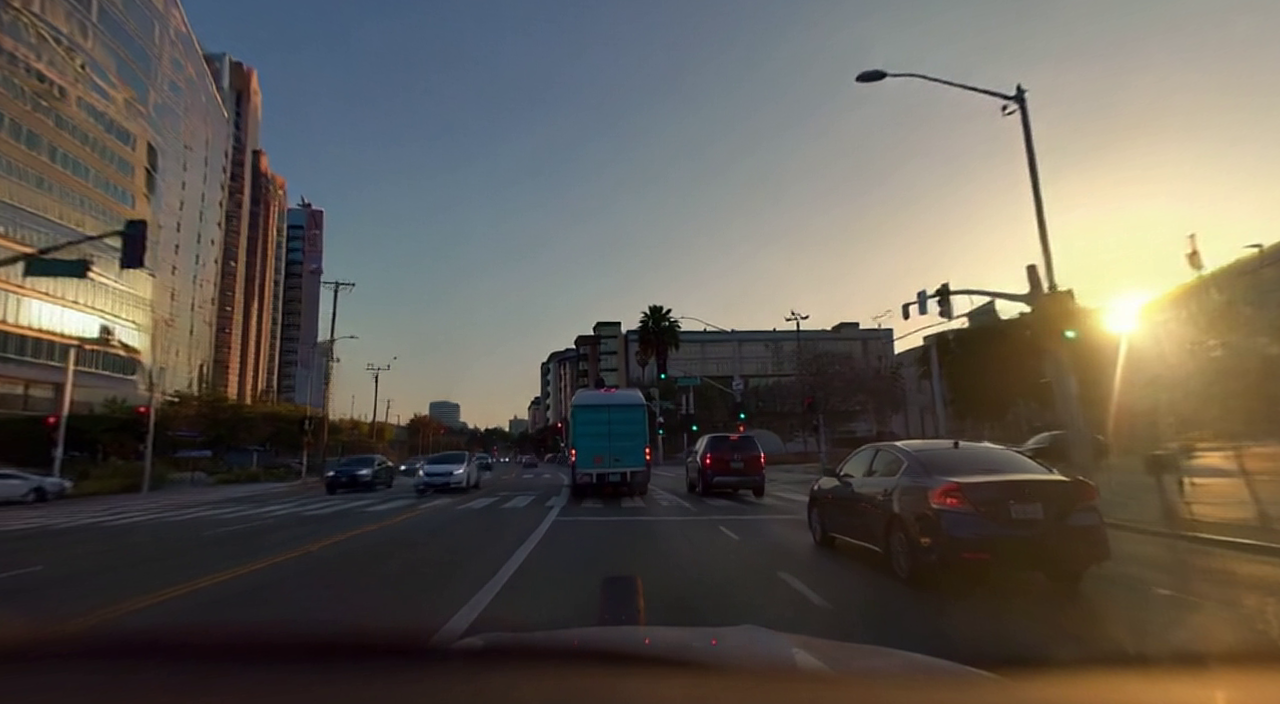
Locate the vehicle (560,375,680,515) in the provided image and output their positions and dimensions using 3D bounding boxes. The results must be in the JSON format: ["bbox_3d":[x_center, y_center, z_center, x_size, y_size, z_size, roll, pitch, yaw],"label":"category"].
[{"bbox_3d":[-0.750,2.411,16.452,2.517,2.926,6.177,1,-8,-6],"label":"vehicle"}]

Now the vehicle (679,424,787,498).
[{"bbox_3d":[2.657,3.312,19.543,2.157,1.944,5.423,0,-8,-4],"label":"vehicle"}]

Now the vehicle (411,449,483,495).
[{"bbox_3d":[-7.222,4.506,23.928,1.878,1.540,3.939,1,-8,-6],"label":"vehicle"}]

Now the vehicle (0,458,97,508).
[{"bbox_3d":[-21.681,4.422,21.452,4.585,1.533,1.996,-1,-8,6],"label":"vehicle"}]

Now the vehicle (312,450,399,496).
[{"bbox_3d":[-11.537,4.890,25.786,1.959,1.636,4.159,1,-8,-6],"label":"vehicle"}]

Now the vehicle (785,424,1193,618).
[{"bbox_3d":[3.309,1.675,7.333,1.978,1.507,4.636,0,-8,-2],"label":"vehicle"}]
